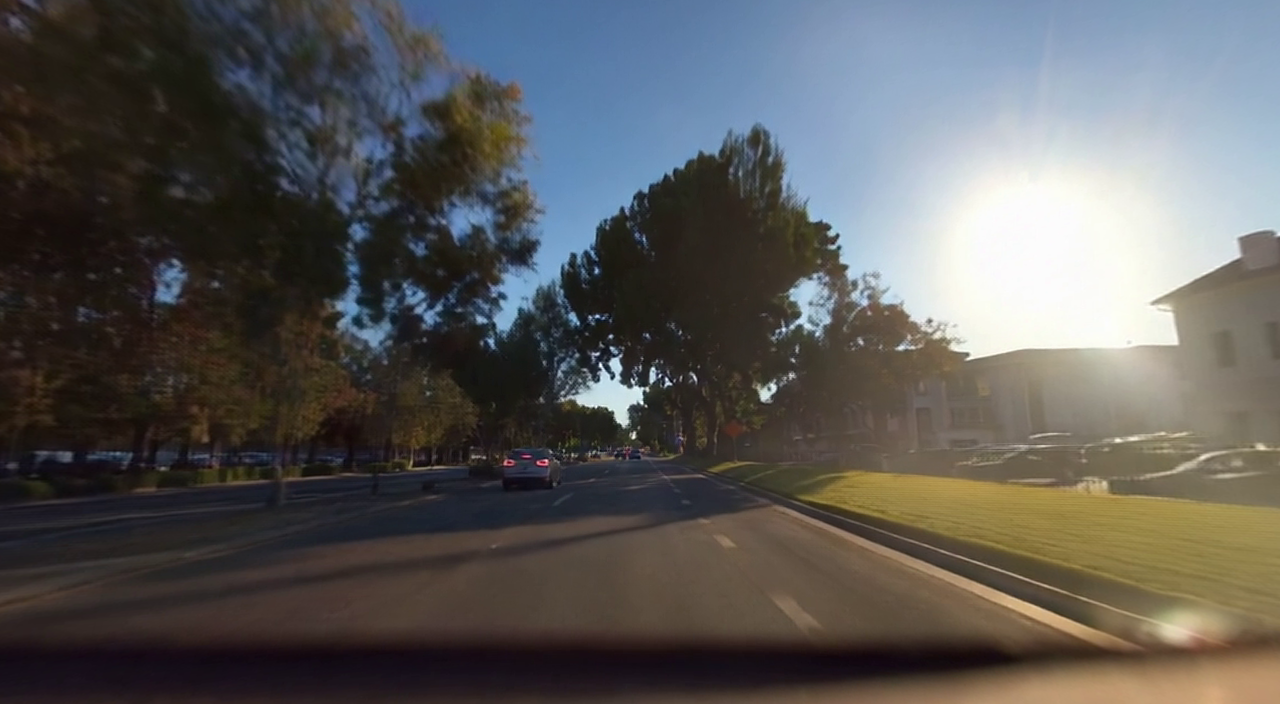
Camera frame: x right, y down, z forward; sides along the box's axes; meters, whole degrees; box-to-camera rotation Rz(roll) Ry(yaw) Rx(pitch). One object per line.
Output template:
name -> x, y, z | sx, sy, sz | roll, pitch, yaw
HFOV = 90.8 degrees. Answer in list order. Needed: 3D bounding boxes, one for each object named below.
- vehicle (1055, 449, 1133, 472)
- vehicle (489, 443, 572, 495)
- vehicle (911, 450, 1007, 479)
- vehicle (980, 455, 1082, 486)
vehicle -> 30.853, 7.360, 42.931 | 4.170, 1.438, 1.948 | 2, -9, -14
vehicle -> -3.556, 3.871, 21.265 | 2.030, 1.550, 3.925 | 0, -9, 1
vehicle -> 18.399, 6.501, 36.552 | 4.520, 1.557, 2.056 | 1, -9, -7
vehicle -> 19.363, 5.859, 31.376 | 3.870, 1.459, 1.869 | 1, -9, -6
